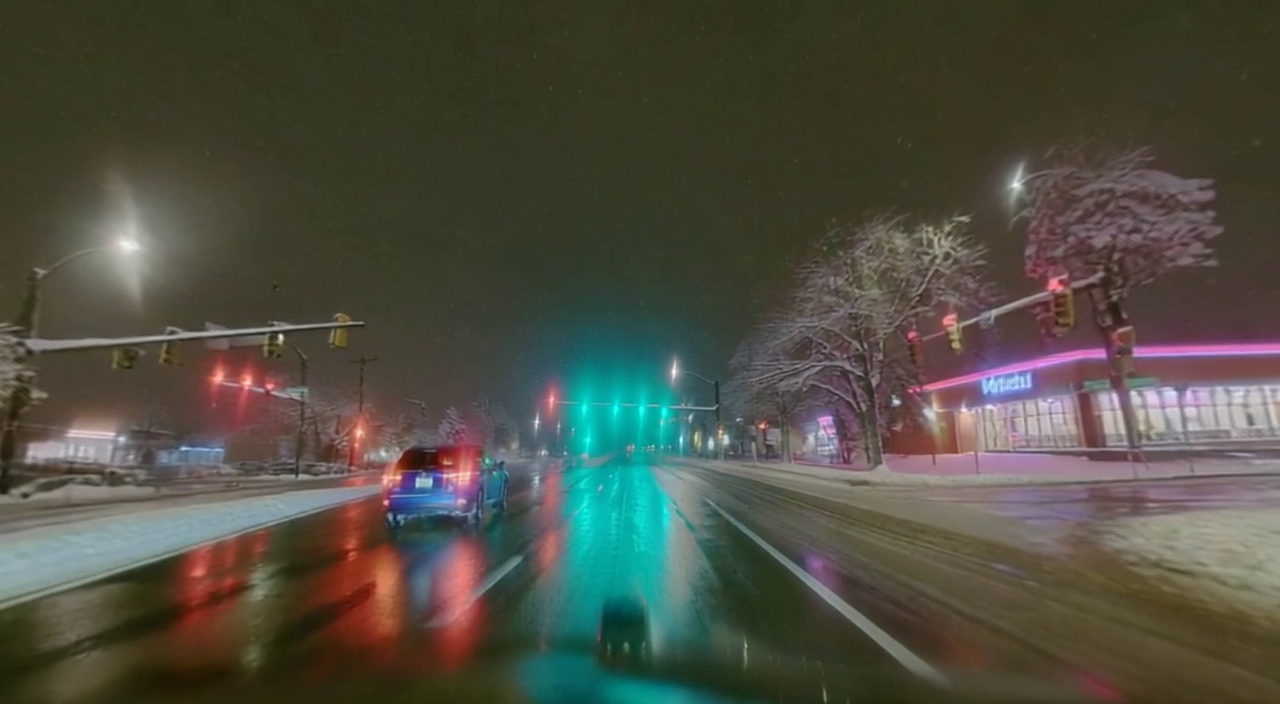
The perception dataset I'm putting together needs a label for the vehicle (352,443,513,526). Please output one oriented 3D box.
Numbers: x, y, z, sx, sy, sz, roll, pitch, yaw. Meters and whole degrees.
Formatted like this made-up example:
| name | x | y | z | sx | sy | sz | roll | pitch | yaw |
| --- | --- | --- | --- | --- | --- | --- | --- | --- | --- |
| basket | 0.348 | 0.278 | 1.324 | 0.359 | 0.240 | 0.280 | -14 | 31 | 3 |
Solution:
| name | x | y | z | sx | sy | sz | roll | pitch | yaw |
| --- | --- | --- | --- | --- | --- | --- | --- | --- | --- |
| vehicle | -4.190 | 2.718 | 13.643 | 2.082 | 1.460 | 4.636 | 0 | -8 | -2 |
